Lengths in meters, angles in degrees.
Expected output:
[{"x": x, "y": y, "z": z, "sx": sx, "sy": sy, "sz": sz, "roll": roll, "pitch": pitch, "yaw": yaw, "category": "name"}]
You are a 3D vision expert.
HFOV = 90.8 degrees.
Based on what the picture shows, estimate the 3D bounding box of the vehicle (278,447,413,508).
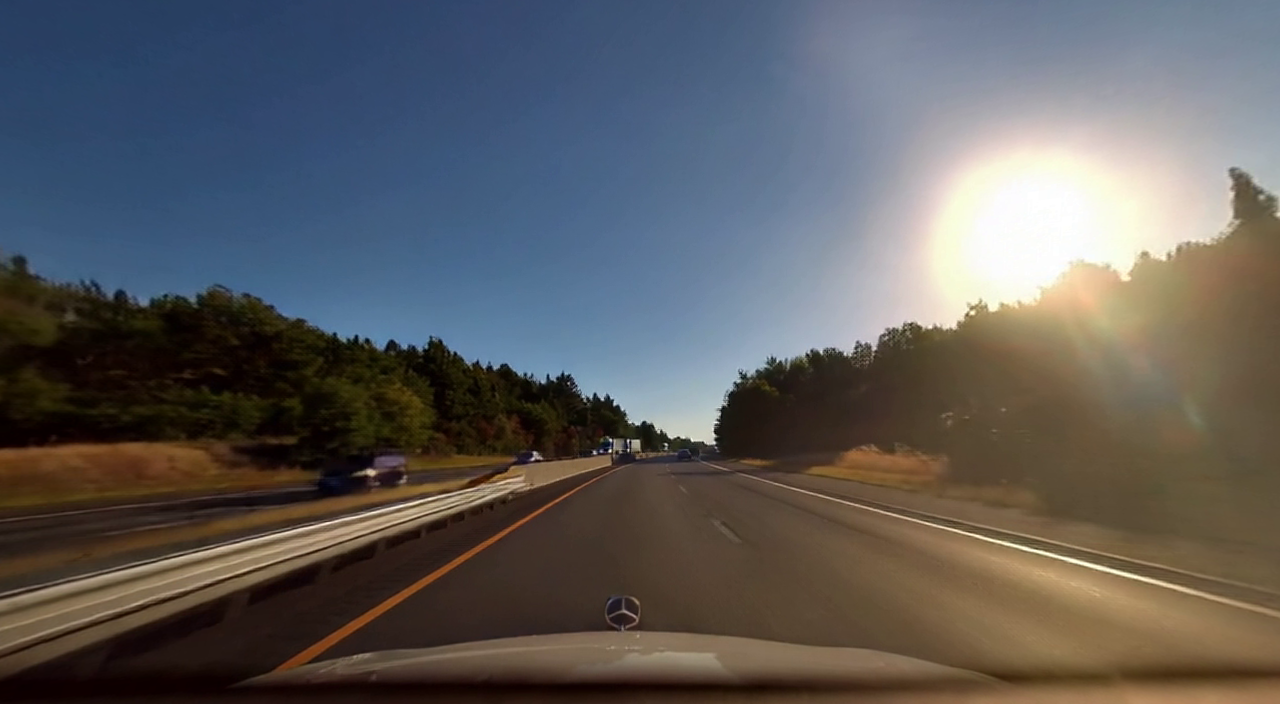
[{"x": -9.100, "y": 3.870, "z": 20.027, "sx": 1.956, "sy": 1.670, "sz": 4.696, "roll": 0, "pitch": -9, "yaw": 1, "category": "vehicle"}]
